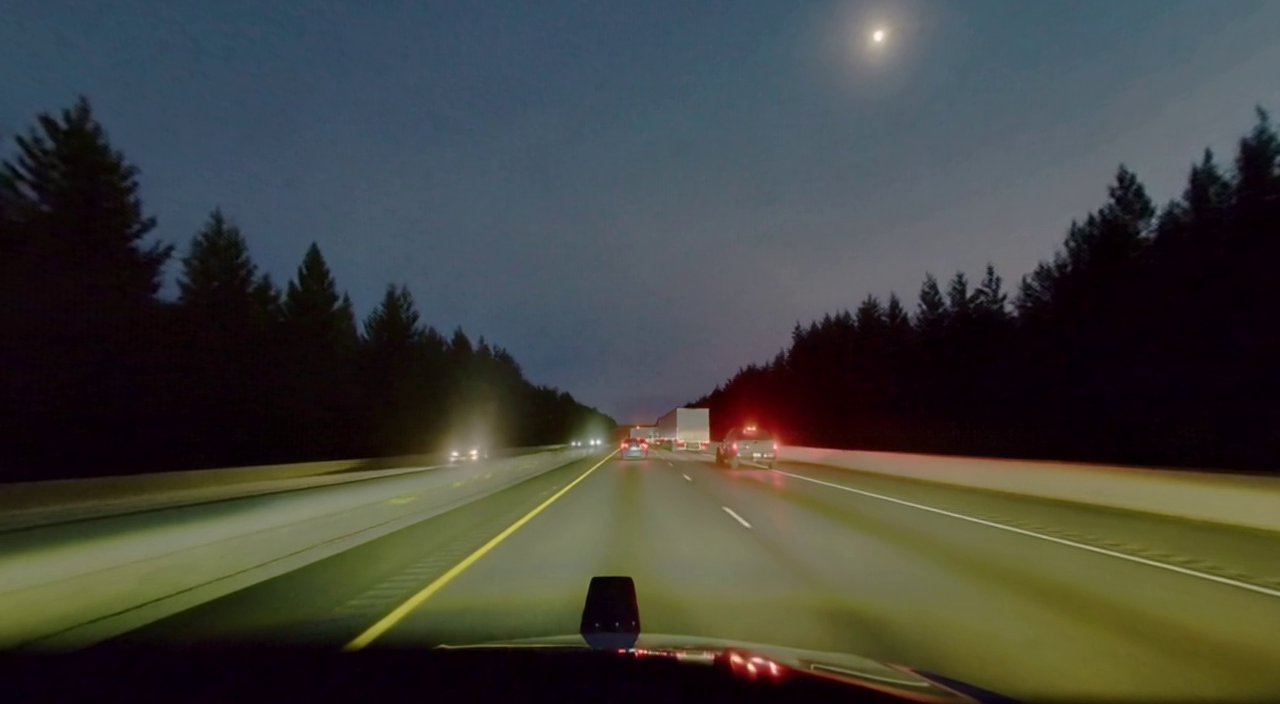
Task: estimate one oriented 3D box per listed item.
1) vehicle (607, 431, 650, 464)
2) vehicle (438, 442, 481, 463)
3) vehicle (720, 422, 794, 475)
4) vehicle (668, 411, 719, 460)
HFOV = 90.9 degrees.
[{"bbox_3d":[-0.616,5.174,34.553,2.206,1.681,4.111,0,-8,-1],"label":"vehicle"},{"bbox_3d":[-14.157,7.888,49.629,2.107,1.498,4.226,0,-8,1],"label":"vehicle"},{"bbox_3d":[4.511,3.772,25.004,2.073,1.905,4.023,0,-8,-1],"label":"vehicle"},{"bbox_3d":[3.507,5.698,43.124,2.728,3.053,7.708,0,-8,0],"label":"vehicle"}]
